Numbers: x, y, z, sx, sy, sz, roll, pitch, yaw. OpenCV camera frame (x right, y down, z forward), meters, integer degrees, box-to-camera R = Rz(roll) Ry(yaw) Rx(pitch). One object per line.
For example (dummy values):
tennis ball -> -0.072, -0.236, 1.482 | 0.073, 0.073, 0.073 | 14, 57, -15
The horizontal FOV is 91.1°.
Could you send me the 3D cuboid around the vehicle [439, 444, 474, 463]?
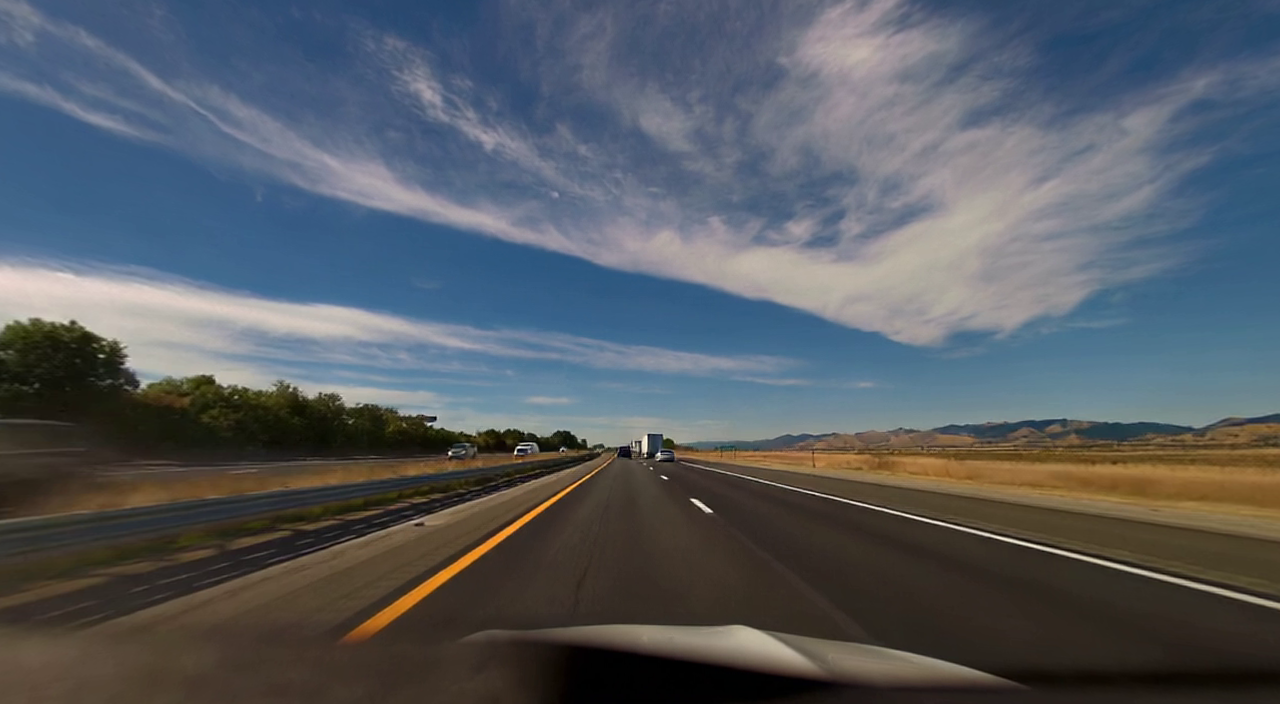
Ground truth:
vehicle -> -14.405, 8.000, 49.578 | 1.752, 1.472, 3.546 | 0, -9, -1
